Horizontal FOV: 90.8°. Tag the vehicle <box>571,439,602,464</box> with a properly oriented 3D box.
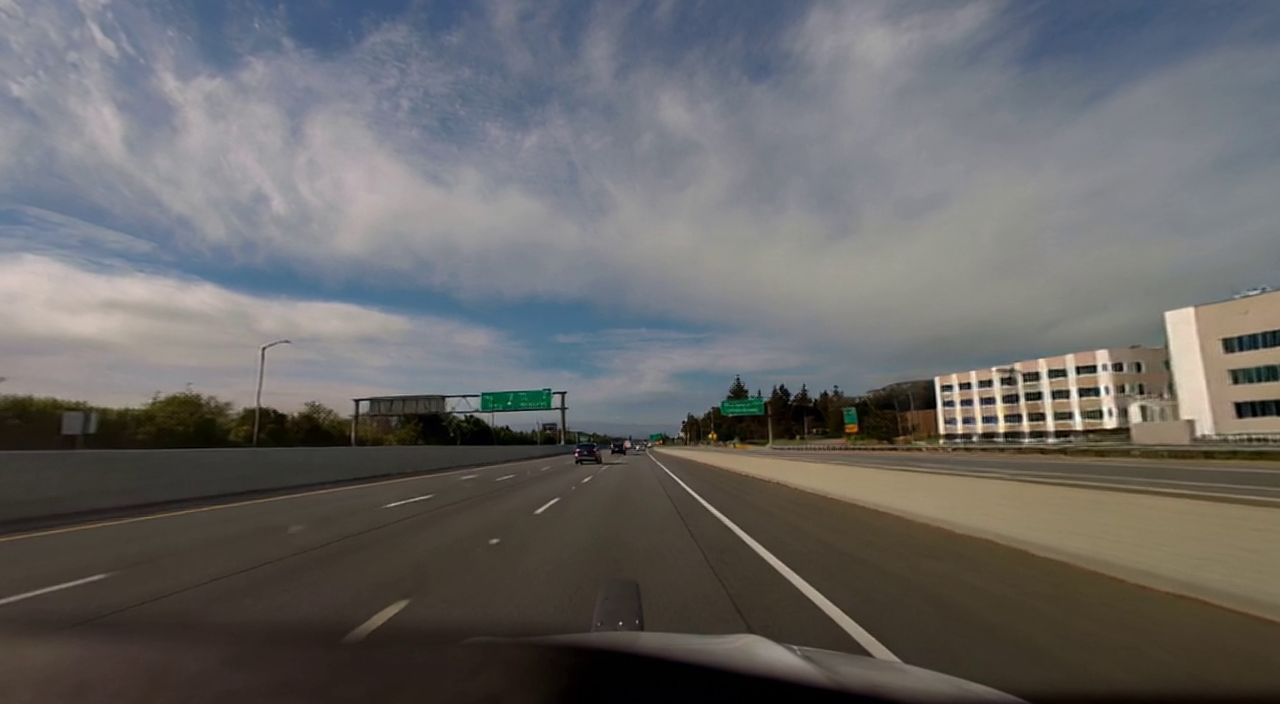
[{"bbox_3d":[-4.019,7.557,48.196,2.047,1.786,4.217,0,-8,-1],"label":"vehicle"}]
